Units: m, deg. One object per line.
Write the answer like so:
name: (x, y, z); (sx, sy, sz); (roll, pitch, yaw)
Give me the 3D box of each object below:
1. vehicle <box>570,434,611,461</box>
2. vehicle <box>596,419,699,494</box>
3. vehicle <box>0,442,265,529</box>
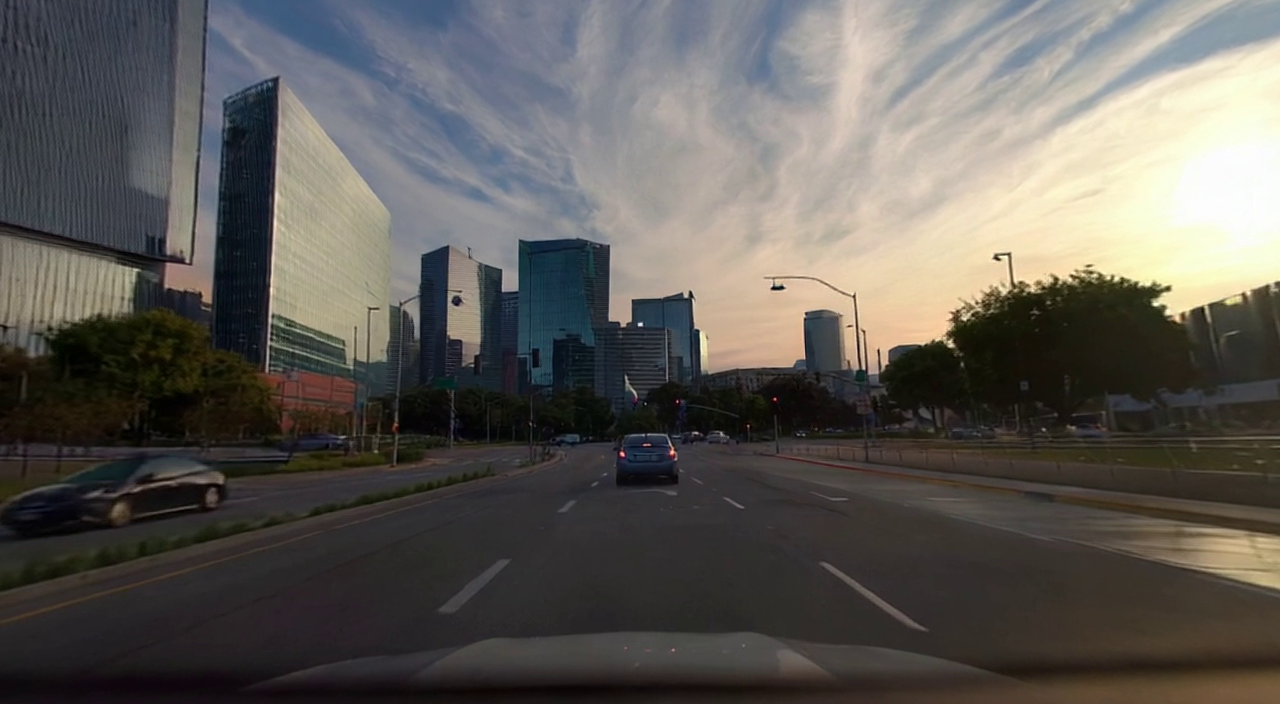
vehicle: (-3.031, 5.981, 39.476); (2.103, 1.569, 3.861); (0, -9, 2)
vehicle: (0.202, 2.973, 18.180); (2.601, 1.878, 4.535); (0, -9, 0)
vehicle: (-10.636, 2.763, 13.697); (1.967, 1.552, 4.536); (0, -9, 3)
